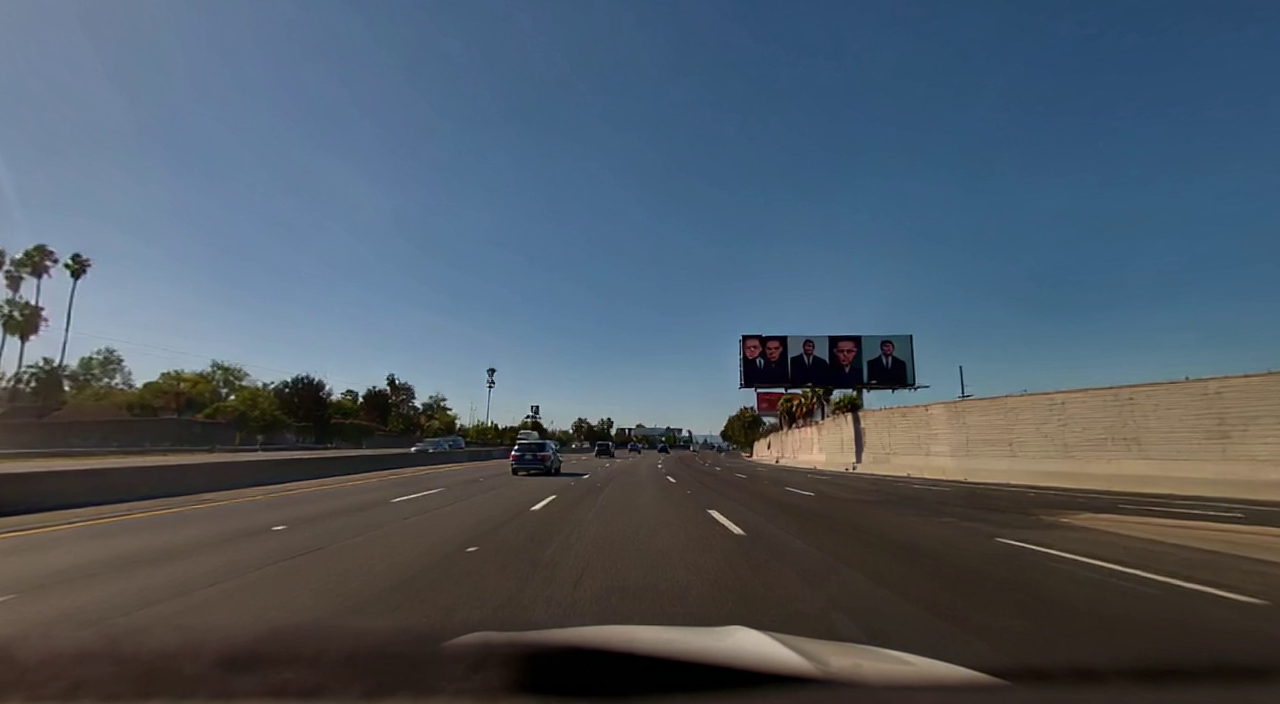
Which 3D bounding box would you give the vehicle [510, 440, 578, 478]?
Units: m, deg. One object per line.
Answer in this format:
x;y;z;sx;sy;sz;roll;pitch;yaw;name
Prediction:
-3.993;4.555;27.108;2.078;1.457;4.648;0;-8;2;vehicle

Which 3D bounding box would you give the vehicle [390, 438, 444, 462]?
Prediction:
-14.670;6.492;41.826;1.853;1.509;4.397;0;-8;2;vehicle
